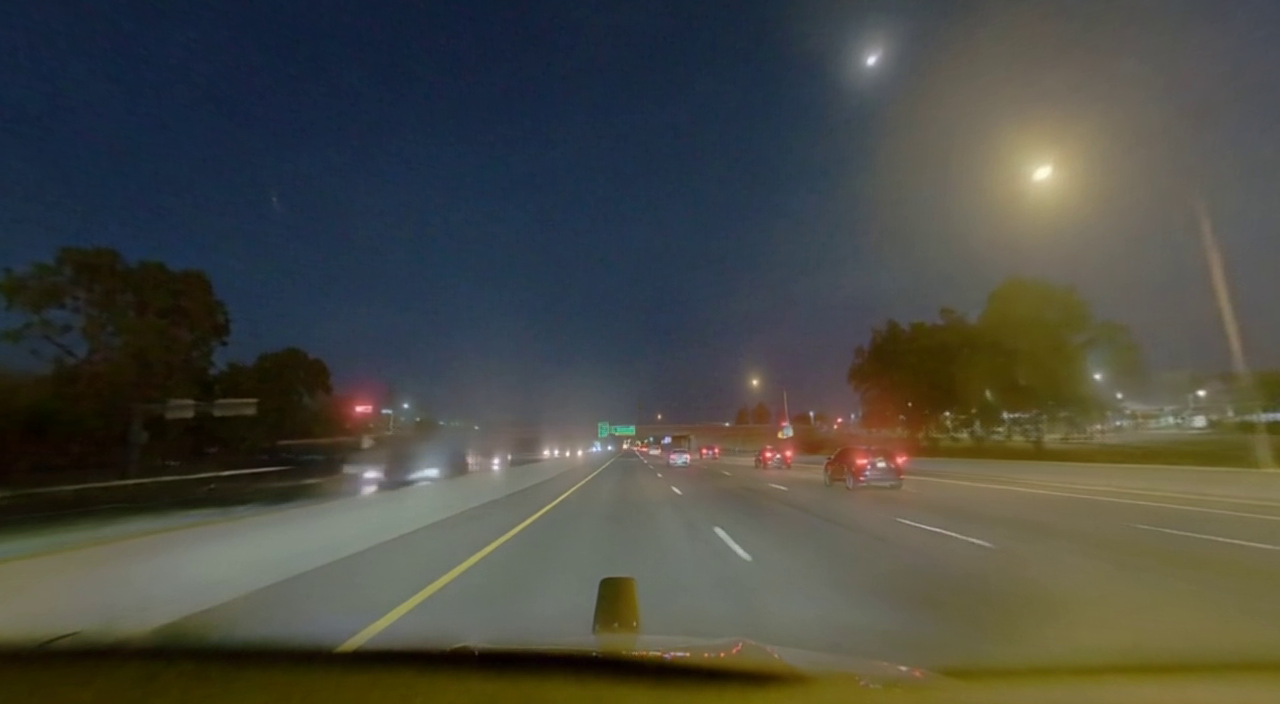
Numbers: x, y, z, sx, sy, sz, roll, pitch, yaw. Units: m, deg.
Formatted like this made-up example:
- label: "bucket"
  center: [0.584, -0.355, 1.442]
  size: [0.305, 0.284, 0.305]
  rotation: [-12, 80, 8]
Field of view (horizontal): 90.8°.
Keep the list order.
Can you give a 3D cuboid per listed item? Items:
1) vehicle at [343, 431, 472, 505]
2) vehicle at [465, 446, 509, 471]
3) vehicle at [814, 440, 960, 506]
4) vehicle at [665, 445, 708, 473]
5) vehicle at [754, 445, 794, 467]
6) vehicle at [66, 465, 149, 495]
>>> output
- label: "vehicle"
  center: [-6.695, 3.367, 18.860]
  size: [2.086, 1.884, 4.793]
  rotation: [0, -8, -1]
- label: "vehicle"
  center: [-10.510, 7.310, 43.704]
  size: [1.974, 1.641, 4.245]
  rotation: [0, -8, 0]
- label: "vehicle"
  center: [6.310, 3.117, 16.811]
  size: [1.952, 1.489, 4.483]
  rotation: [0, -8, -2]
- label: "vehicle"
  center: [2.648, 6.168, 36.767]
  size: [1.993, 1.507, 4.594]
  rotation: [0, -8, -2]
- label: "vehicle"
  center: [9.467, 7.366, 44.847]
  size: [1.838, 1.440, 4.121]
  rotation: [0, -8, -1]
- label: "vehicle"
  center: [-33.563, 8.054, 39.998]
  size: [1.891, 1.619, 4.576]
  rotation: [1, -9, -11]
